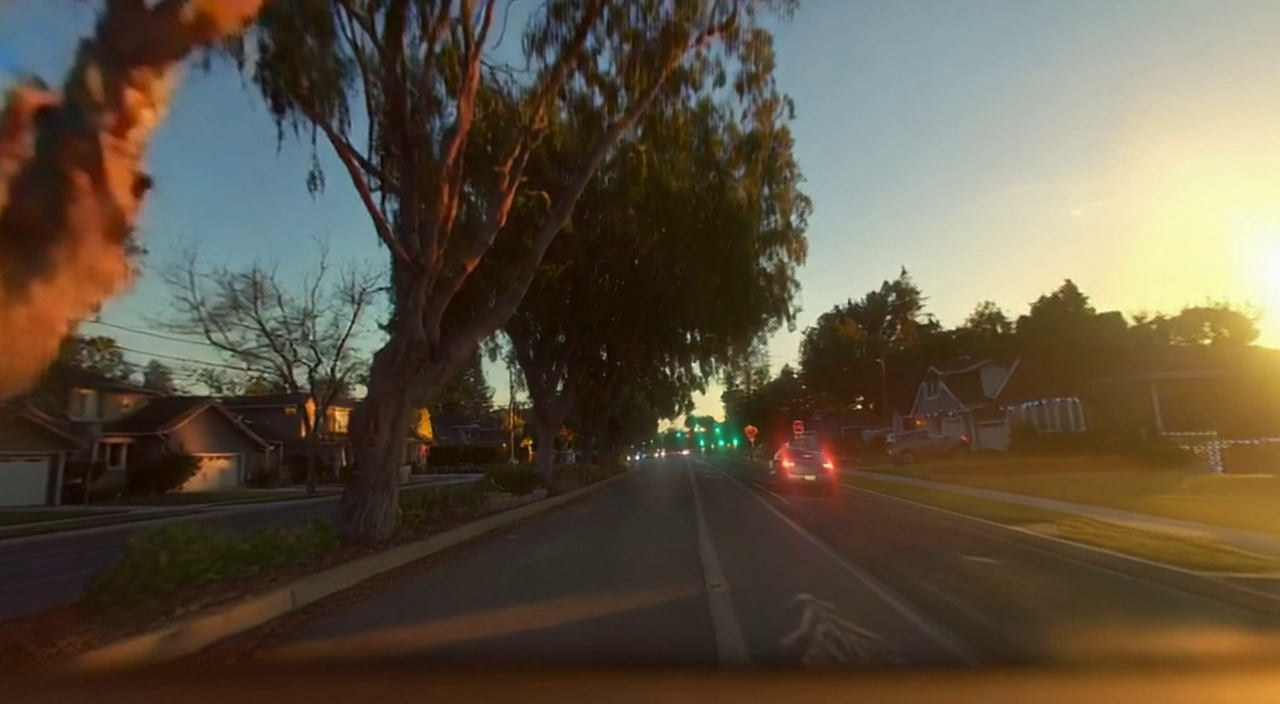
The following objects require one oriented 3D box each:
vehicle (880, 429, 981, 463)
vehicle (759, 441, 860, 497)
[{"bbox_3d":[13.634,4.448,29.766,3.827,1.512,1.855,-1,-8,5],"label":"vehicle"},{"bbox_3d":[5.119,3.558,19.723,1.979,1.524,4.578,0,-8,1],"label":"vehicle"}]
